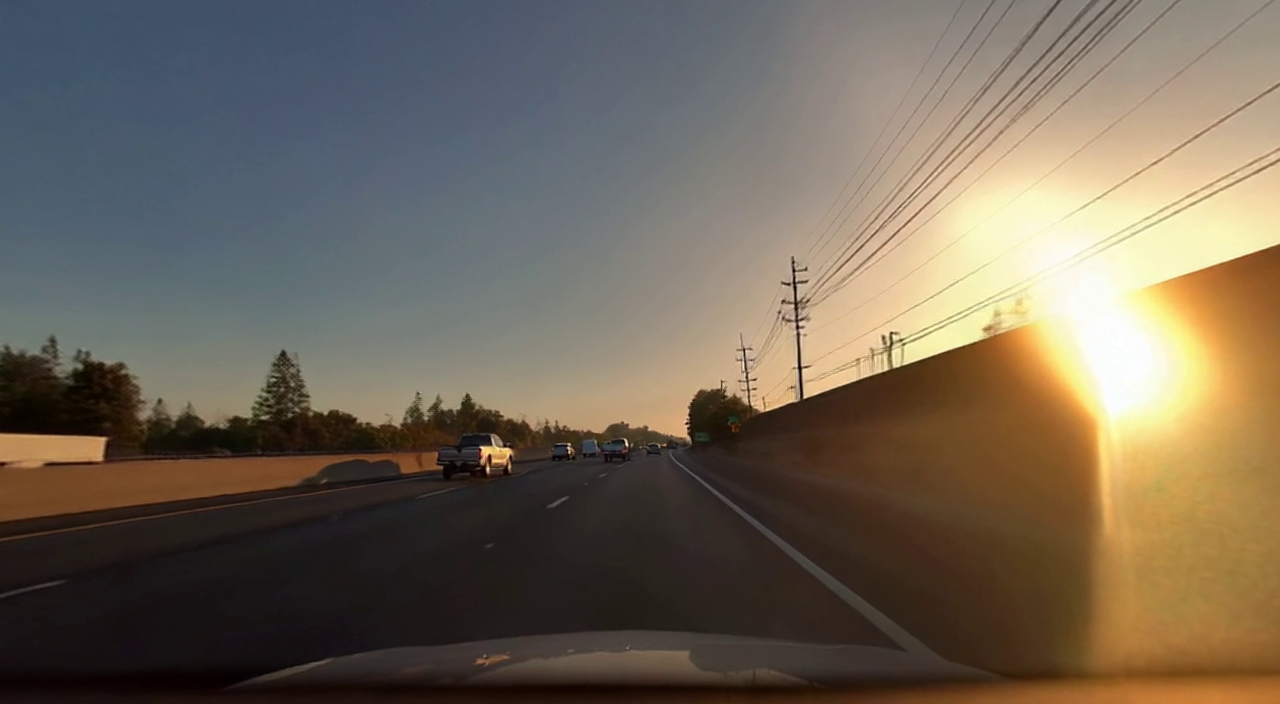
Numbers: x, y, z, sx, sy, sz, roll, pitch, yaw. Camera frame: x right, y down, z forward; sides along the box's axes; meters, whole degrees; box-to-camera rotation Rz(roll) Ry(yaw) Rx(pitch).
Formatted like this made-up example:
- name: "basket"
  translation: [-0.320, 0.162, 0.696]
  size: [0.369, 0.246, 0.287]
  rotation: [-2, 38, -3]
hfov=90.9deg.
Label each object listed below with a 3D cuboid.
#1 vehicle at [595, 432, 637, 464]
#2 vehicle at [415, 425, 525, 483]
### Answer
- name: "vehicle"
  translation: [-1.556, 6.591, 43.383]
  size: [2.448, 2.025, 5.193]
  rotation: [-1, -8, 3]
- name: "vehicle"
  translation: [-6.559, 4.040, 25.382]
  size: [2.460, 1.992, 6.474]
  rotation: [0, -8, 1]
